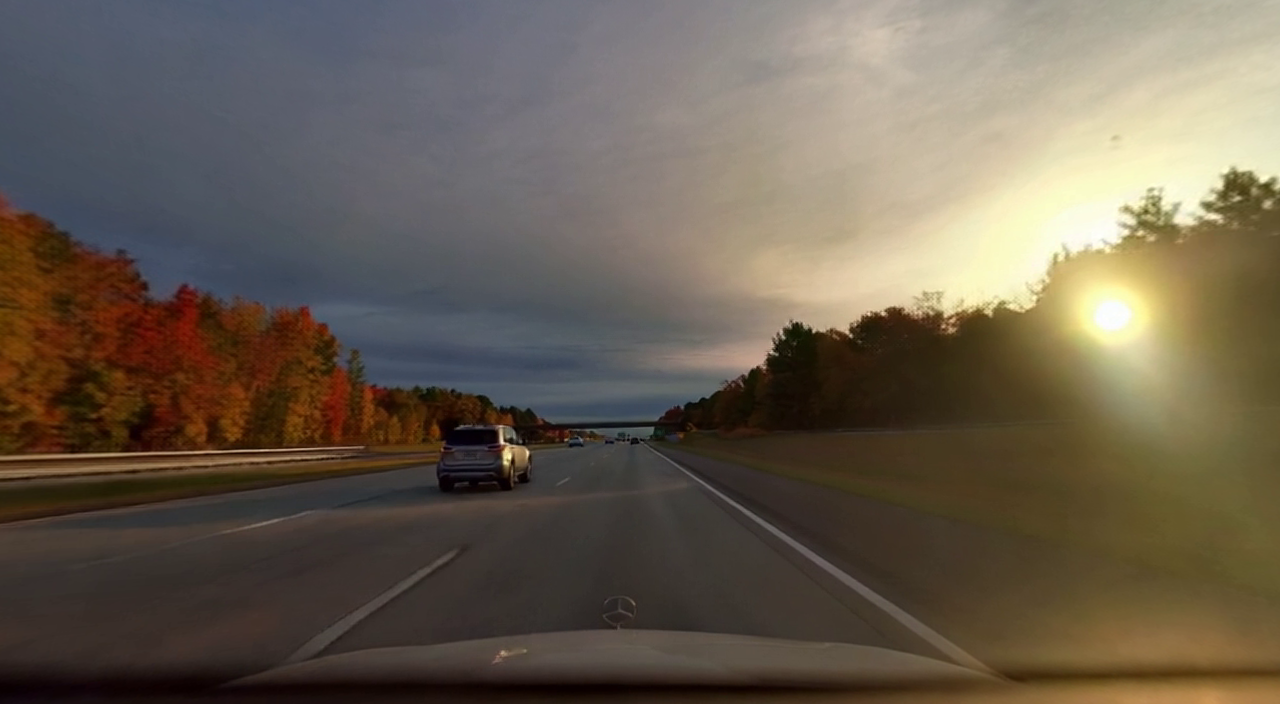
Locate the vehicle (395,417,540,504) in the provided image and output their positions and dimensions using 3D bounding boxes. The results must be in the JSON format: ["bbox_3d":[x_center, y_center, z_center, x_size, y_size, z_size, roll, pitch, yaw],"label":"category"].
[{"bbox_3d":[-3.707,2.416,14.514,2.057,1.666,4.552,0,-8,0],"label":"vehicle"}]
